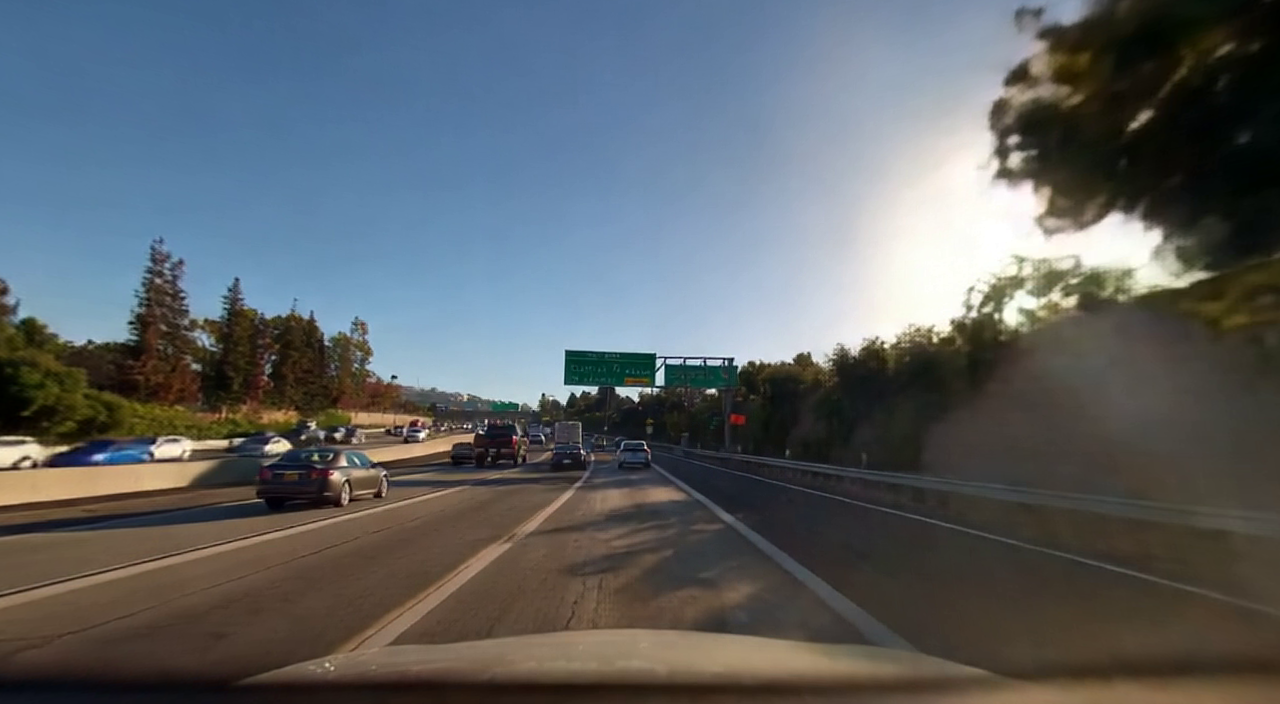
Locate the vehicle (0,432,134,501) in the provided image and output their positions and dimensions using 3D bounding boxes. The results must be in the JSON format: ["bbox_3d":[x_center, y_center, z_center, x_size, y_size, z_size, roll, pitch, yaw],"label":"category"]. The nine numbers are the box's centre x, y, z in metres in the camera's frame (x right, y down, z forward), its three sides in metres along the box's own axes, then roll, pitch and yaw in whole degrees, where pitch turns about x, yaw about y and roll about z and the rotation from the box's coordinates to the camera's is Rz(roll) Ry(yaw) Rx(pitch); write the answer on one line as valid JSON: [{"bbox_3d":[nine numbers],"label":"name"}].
[{"bbox_3d":[-15.870,2.902,16.333,1.926,1.587,4.354,0,-8,-1],"label":"vehicle"}]

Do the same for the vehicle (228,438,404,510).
[{"bbox_3d":[-7.563,2.854,15.321,1.896,1.465,4.399,0,-8,1],"label":"vehicle"}]

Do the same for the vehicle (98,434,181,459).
[{"bbox_3d":[-32.583,6.176,41.265,1.844,1.520,4.578,0,-8,-3],"label":"vehicle"}]

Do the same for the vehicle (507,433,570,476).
[{"bbox_3d":[-4.160,4.279,26.502,2.005,1.631,4.295,0,-8,-1],"label":"vehicle"}]

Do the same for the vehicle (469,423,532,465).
[{"bbox_3d":[-8.694,5.852,40.109,2.773,2.402,6.232,0,-8,-2],"label":"vehicle"}]

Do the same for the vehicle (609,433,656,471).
[{"bbox_3d":[-0.387,4.740,29.990,2.092,1.671,3.772,0,-8,-2],"label":"vehicle"}]

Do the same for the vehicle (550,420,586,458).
[{"bbox_3d":[-5.381,6.604,47.702,2.279,2.672,5.256,0,-8,-2],"label":"vehicle"}]

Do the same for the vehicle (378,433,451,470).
[{"bbox_3d":[-11.818,5.262,33.486,2.079,1.807,5.187,0,-8,-2],"label":"vehicle"}]
